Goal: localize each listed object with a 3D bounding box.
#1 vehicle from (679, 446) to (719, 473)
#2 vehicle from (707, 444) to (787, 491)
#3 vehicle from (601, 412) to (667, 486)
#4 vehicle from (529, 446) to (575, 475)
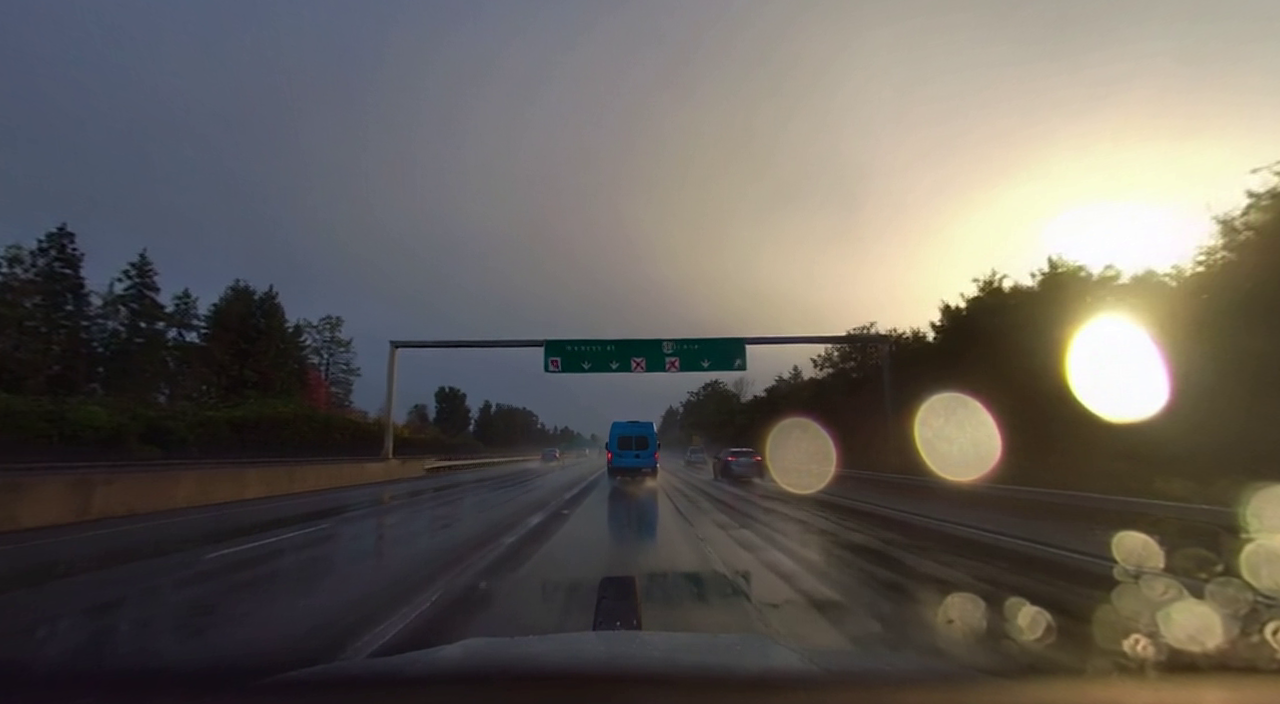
[{"bbox_3d":[3.447,6.397,37.453,1.978,1.510,4.462,0,-9,1],"label":"vehicle"},{"bbox_3d":[3.700,4.102,22.635,2.015,1.491,4.732,0,-9,-1],"label":"vehicle"},{"bbox_3d":[-0.260,3.766,24.369,2.268,2.551,5.144,0,-9,-1],"label":"vehicle"},{"bbox_3d":[-4.990,6.218,36.131,2.003,1.498,4.386,0,-9,1],"label":"vehicle"}]
